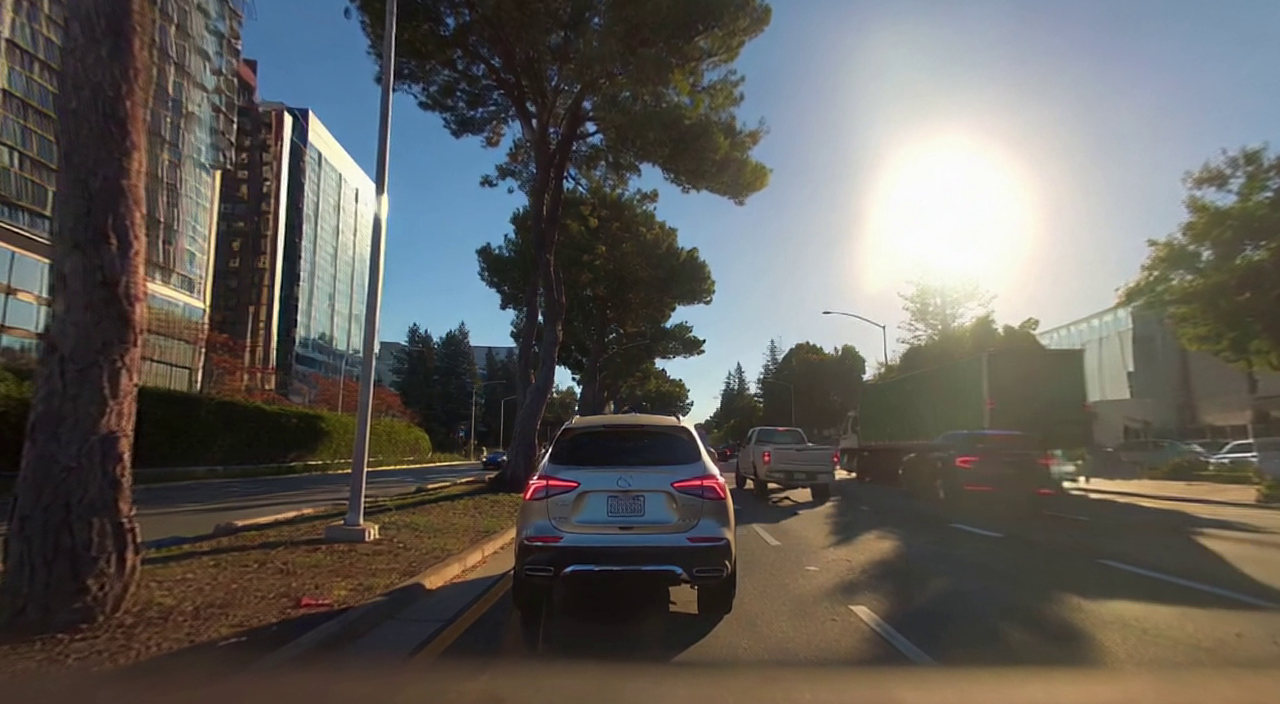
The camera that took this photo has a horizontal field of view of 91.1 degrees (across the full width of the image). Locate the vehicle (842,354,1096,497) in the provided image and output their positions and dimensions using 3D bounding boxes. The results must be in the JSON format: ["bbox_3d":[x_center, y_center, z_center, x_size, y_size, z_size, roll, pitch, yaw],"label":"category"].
[{"bbox_3d":[10.999,2.870,23.226,3.025,3.993,11.243,0,-9,-1],"label":"vehicle"}]

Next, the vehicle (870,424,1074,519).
[{"bbox_3d":[7.244,2.644,14.466,2.024,1.810,4.807,0,-8,0],"label":"vehicle"}]

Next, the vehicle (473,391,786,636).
[{"bbox_3d":[-0.097,1.428,6.484,2.172,1.694,4.055,0,-8,-1],"label":"vehicle"}]

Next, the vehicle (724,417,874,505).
[{"bbox_3d":[4.006,2.938,17.356,2.440,1.962,6.363,0,-8,0],"label":"vehicle"}]
